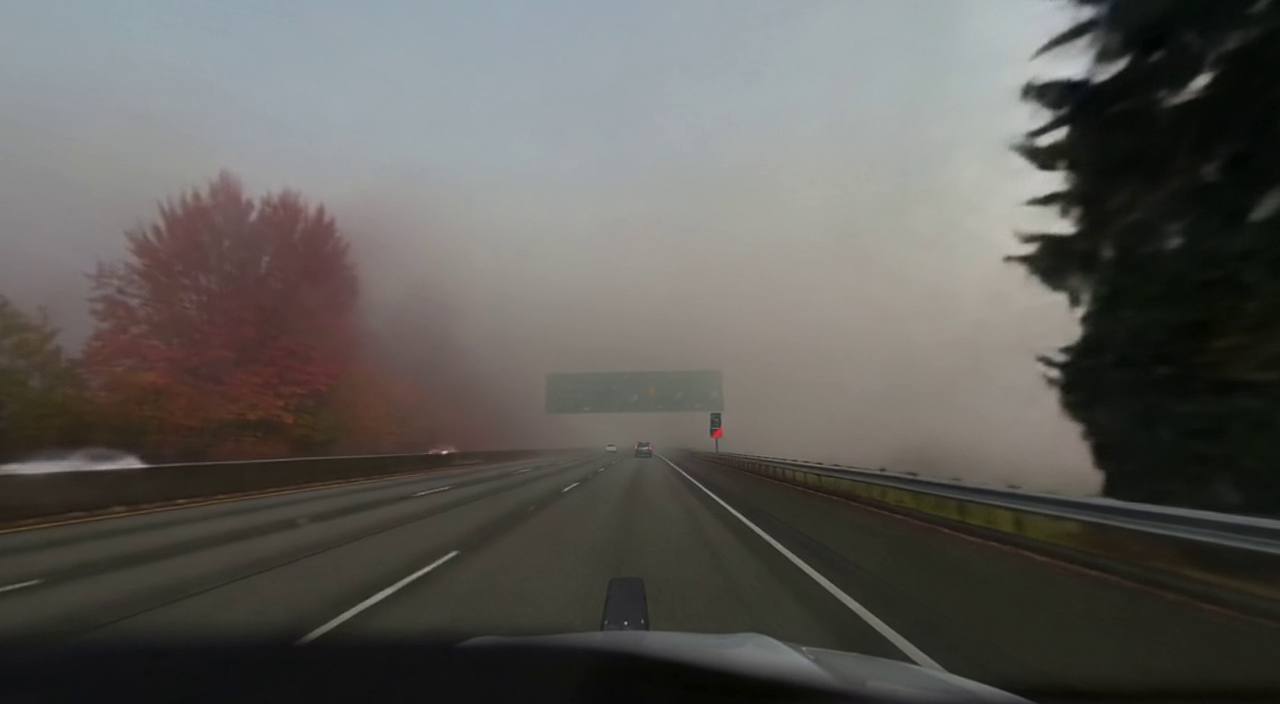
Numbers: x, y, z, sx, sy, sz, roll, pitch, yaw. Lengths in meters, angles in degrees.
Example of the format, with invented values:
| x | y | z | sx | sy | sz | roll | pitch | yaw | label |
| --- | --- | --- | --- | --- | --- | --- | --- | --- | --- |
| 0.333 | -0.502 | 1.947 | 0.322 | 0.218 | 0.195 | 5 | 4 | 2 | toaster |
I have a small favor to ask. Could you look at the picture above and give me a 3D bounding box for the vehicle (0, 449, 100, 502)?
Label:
| x | y | z | sx | sy | sz | roll | pitch | yaw | label |
| --- | --- | --- | --- | --- | --- | --- | --- | --- | --- |
| -20.264 | 3.910 | 20.113 | 1.898 | 1.546 | 4.570 | 0 | -8 | 0 | vehicle |
